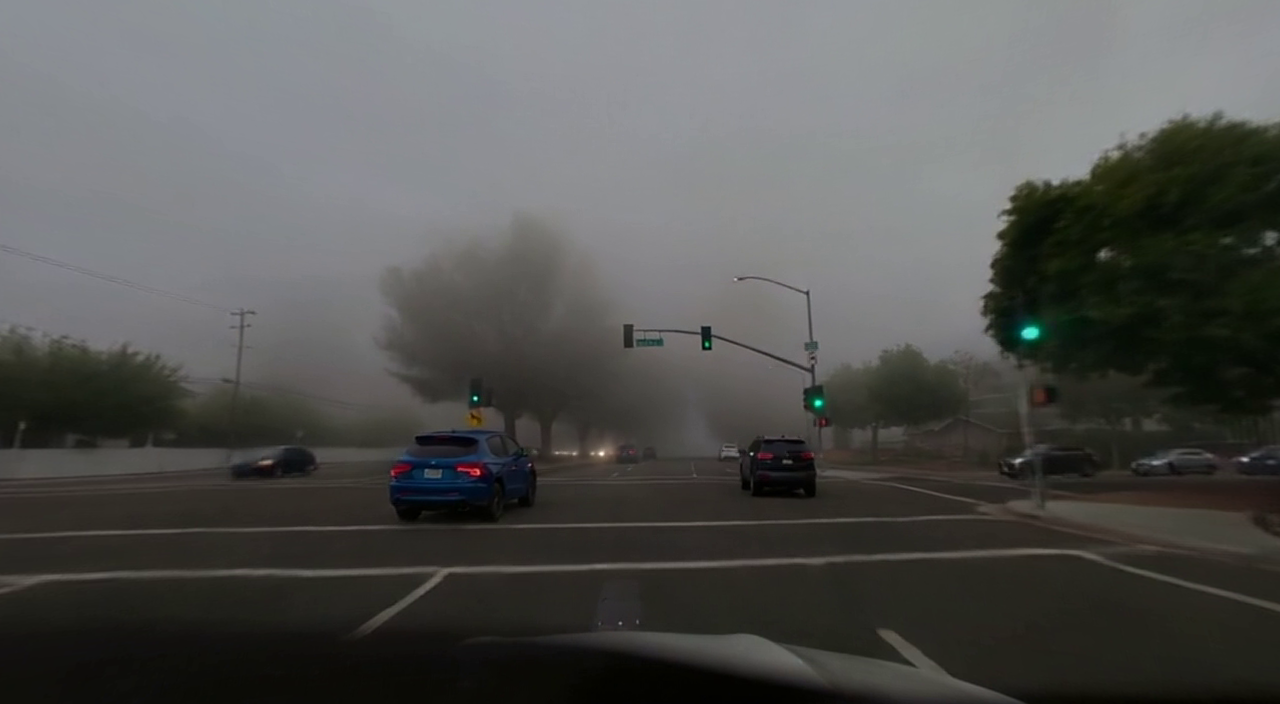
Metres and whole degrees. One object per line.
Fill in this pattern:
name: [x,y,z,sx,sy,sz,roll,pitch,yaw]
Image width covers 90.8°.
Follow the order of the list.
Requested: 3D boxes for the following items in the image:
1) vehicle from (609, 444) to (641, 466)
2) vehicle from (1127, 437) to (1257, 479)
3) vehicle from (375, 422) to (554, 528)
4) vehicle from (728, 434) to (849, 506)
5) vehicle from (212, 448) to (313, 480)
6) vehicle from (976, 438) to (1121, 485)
vehicle: [-1.093,7.806,48.040,1.988,1.569,4.202,-1,-8,4]
vehicle: [24.213,4.621,27.733,4.479,1.652,2.174,2,-9,-18]
vehicle: [-3.151,2.327,12.529,2.045,1.688,4.632,-1,-8,2]
vehicle: [3.749,3.060,16.860,2.132,1.659,4.387,0,-8,0]
vehicle: [-18.823,5.590,31.842,1.976,1.492,4.758,-1,-8,3]
vehicle: [16.404,4.354,25.420,4.922,1.630,2.094,1,-9,-17]
